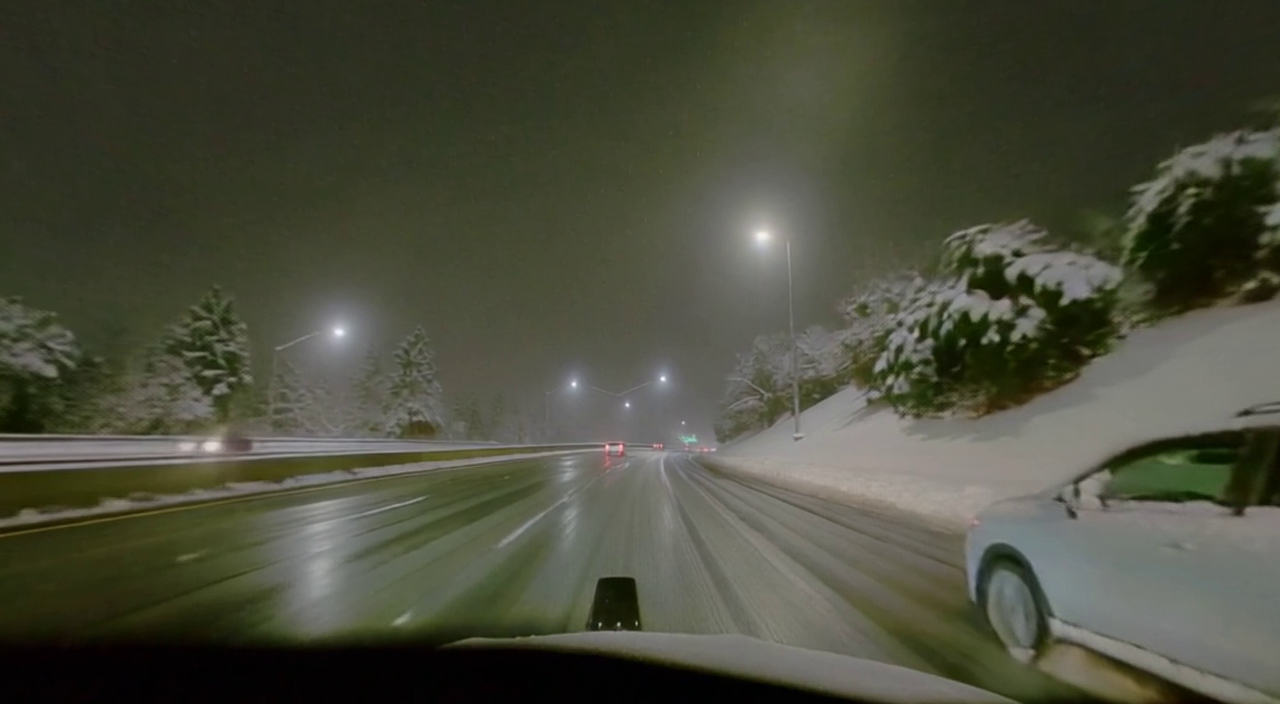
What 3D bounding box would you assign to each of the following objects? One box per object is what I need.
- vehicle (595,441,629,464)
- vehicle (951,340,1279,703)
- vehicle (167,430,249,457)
[{"bbox_3d":[-1.999,7.364,46.388,2.088,1.565,4.410,-1,-8,3],"label":"vehicle"},{"bbox_3d":[3.468,0.857,2.642,2.090,1.715,4.228,0,-8,-1],"label":"vehicle"},{"bbox_3d":[-25.733,5.478,37.701,1.793,1.480,4.260,0,-8,2],"label":"vehicle"}]
